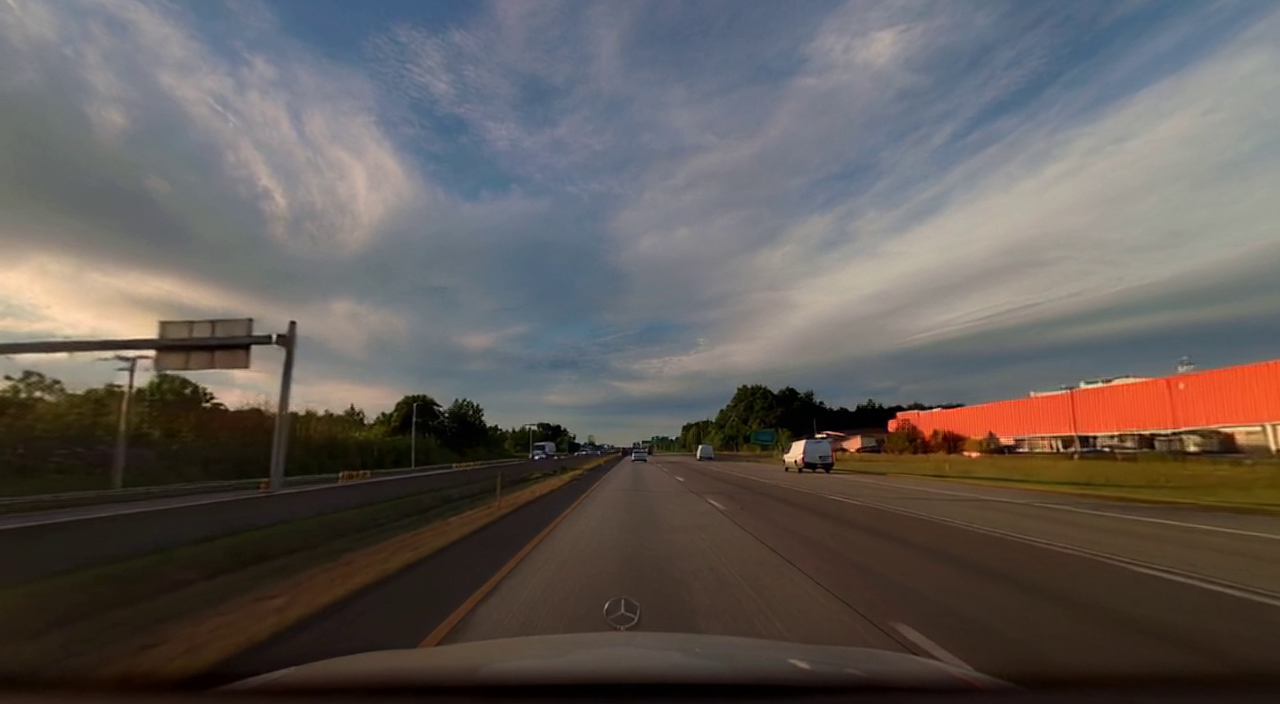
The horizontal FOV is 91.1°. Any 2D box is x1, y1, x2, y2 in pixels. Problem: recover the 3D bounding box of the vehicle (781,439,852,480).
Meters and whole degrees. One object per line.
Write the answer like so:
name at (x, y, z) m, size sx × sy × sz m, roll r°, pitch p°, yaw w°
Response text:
vehicle at (8.912, 5.483, 32.272) m, size 2.156 × 1.943 × 5.010 m, roll 0°, pitch -9°, yaw 0°
